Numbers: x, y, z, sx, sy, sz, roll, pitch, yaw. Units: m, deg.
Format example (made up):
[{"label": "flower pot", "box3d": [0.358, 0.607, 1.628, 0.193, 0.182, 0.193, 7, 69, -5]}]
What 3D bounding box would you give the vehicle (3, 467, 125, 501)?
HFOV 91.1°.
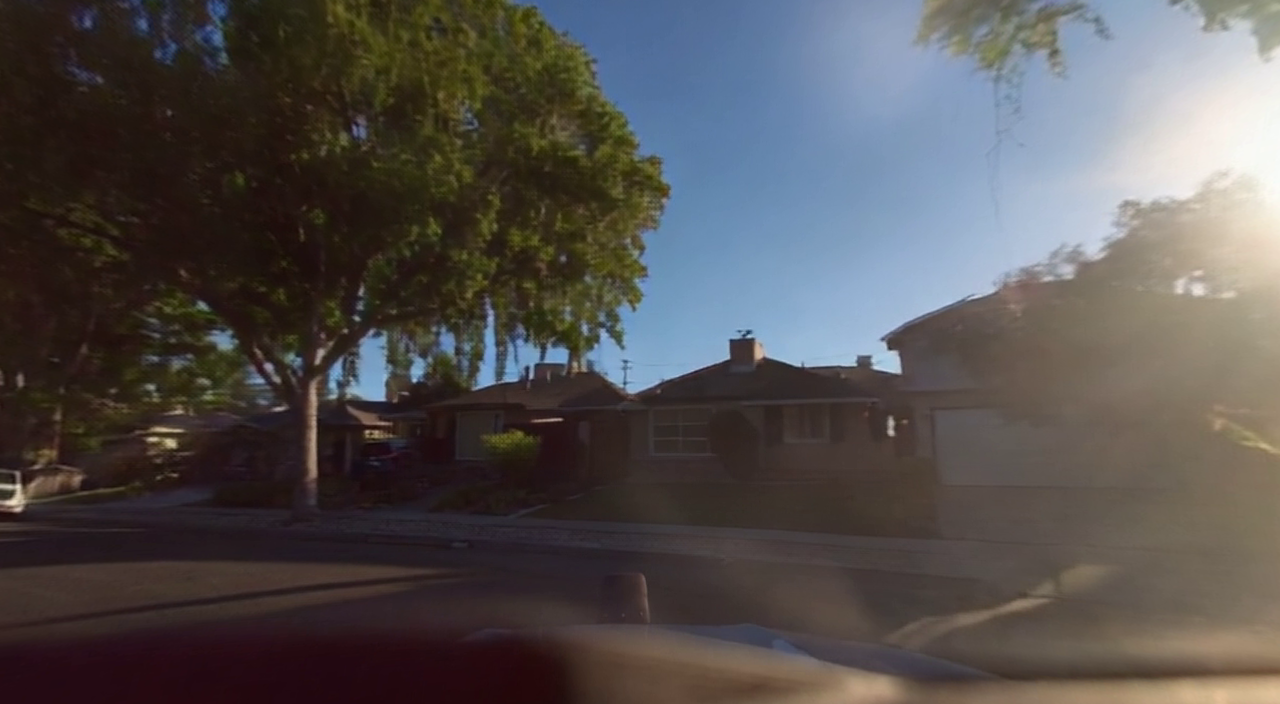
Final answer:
[{"label": "vehicle", "box3d": [-29.786, 6.789, 32.567, 1.762, 1.510, 4.457, -8, -12, 44]}]
